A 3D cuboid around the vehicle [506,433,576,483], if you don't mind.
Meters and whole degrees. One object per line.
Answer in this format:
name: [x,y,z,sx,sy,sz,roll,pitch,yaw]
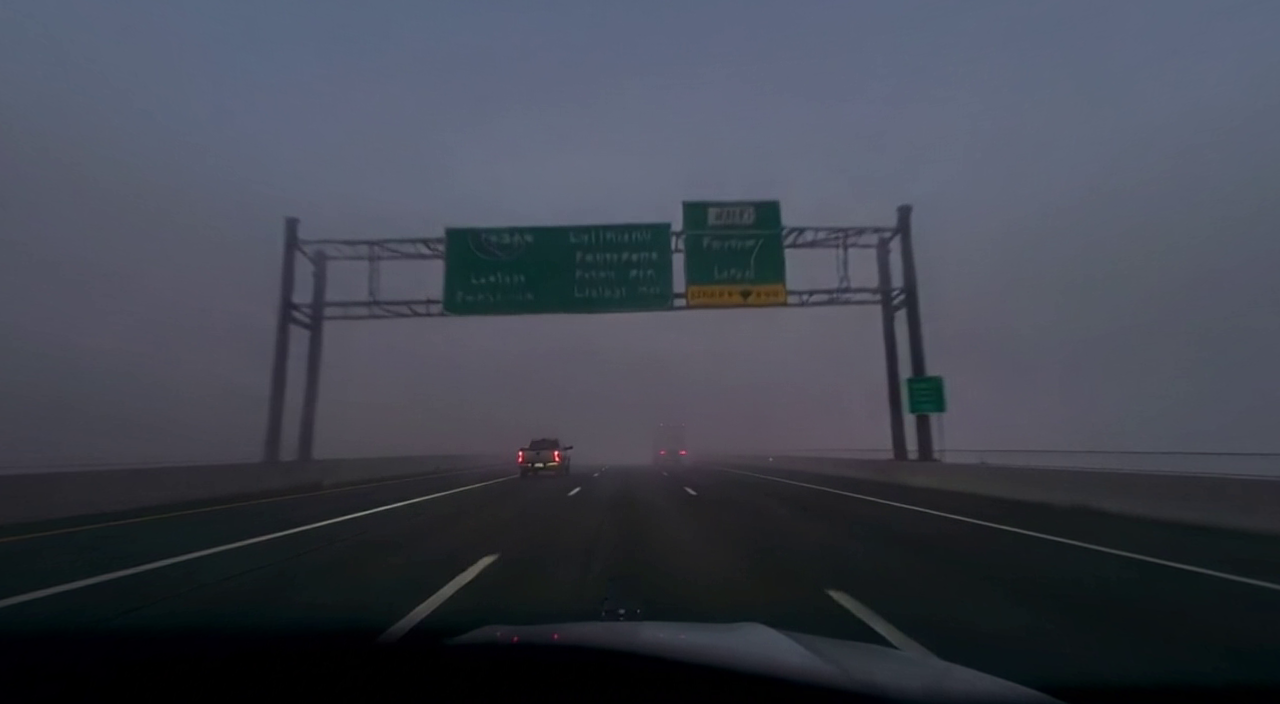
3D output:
vehicle: [-4.028,4.437,26.438,2.173,1.857,4.800,0,-9,0]
